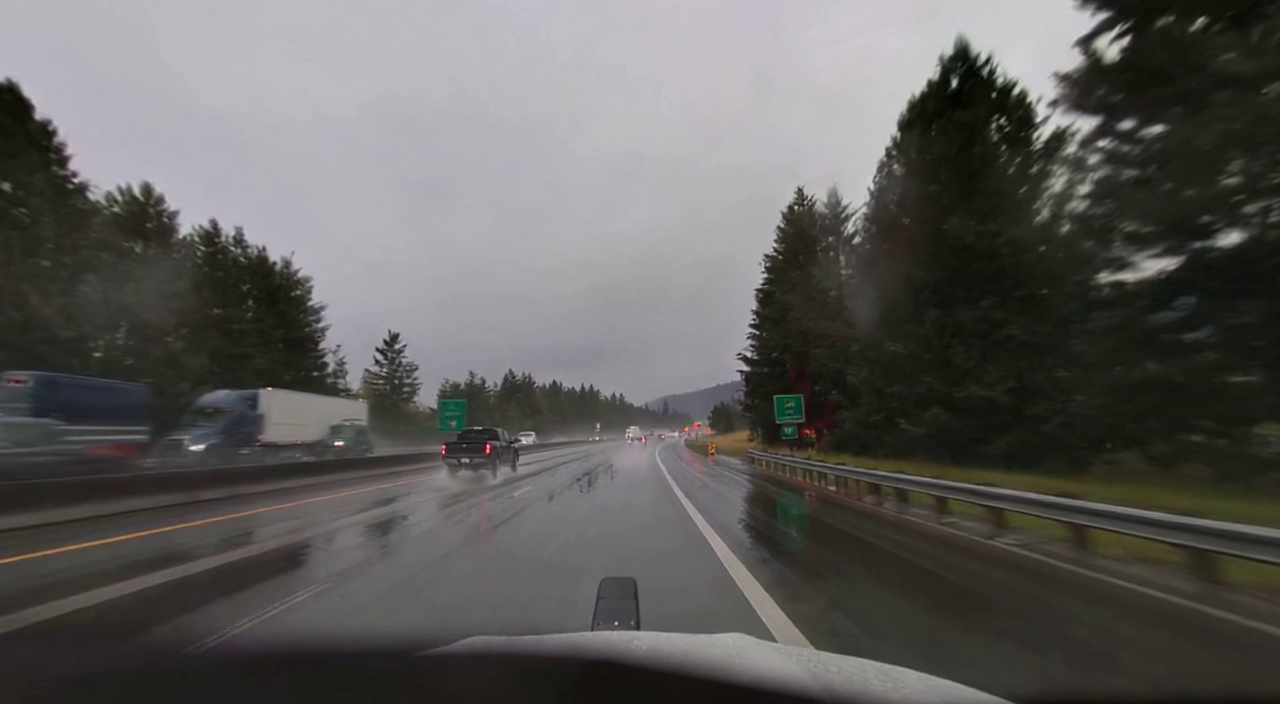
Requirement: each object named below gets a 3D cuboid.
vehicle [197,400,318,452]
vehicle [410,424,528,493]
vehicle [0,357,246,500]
[{"bbox_3d":[-17.463,3.502,29.147,2.190,2.143,5.329,-1,-8,1],"label":"vehicle"},{"bbox_3d":[-4.559,2.898,17.520,2.075,1.653,4.317,0,-8,0],"label":"vehicle"},{"bbox_3d":[-17.579,2.588,20.322,3.008,3.569,10.281,-1,-8,0],"label":"vehicle"}]
